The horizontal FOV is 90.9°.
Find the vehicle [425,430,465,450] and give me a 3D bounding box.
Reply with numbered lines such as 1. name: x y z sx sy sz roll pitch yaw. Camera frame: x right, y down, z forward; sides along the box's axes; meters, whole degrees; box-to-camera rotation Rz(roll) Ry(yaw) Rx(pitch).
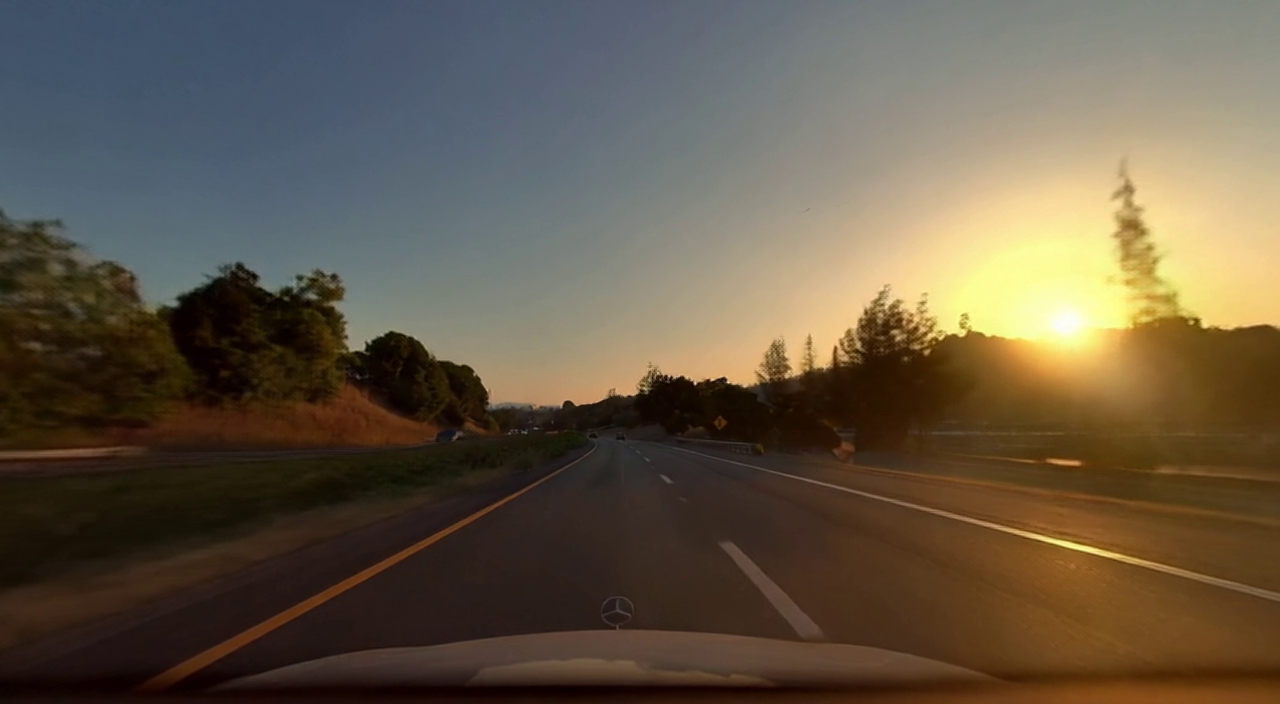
1. vehicle: -15.085 6.836 49.044 1.817 1.489 4.370 0 -8 -1
